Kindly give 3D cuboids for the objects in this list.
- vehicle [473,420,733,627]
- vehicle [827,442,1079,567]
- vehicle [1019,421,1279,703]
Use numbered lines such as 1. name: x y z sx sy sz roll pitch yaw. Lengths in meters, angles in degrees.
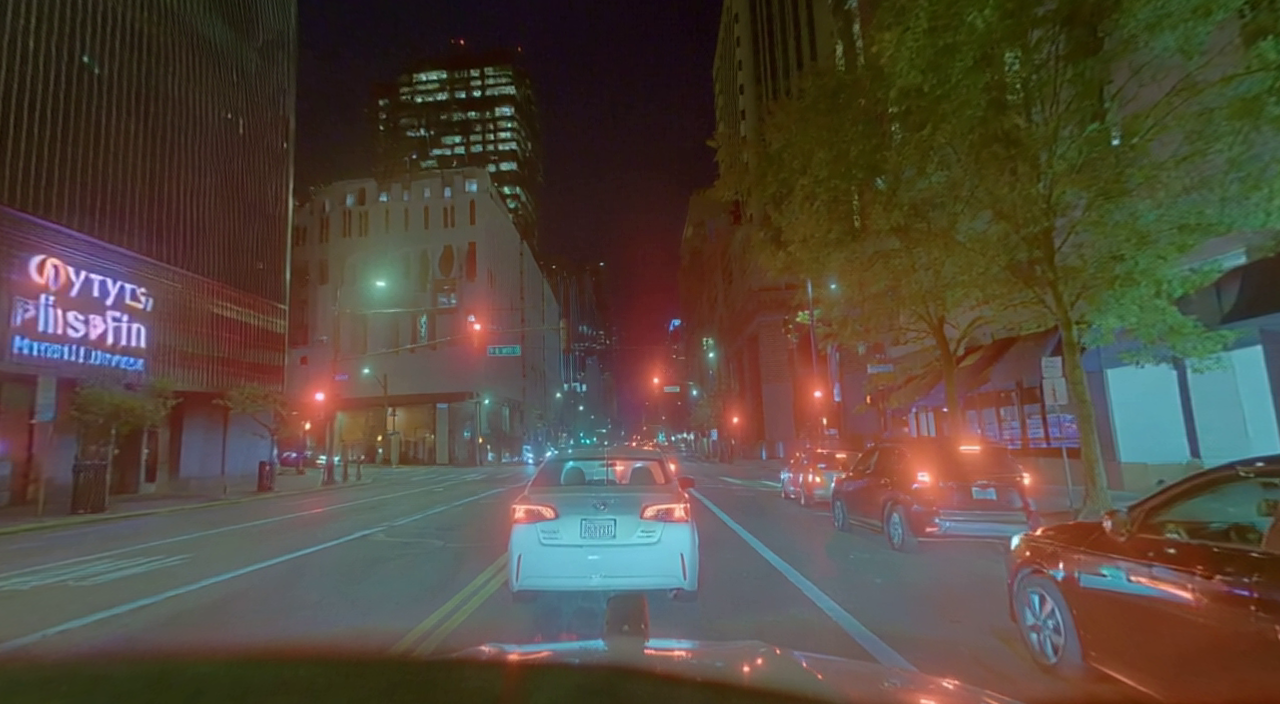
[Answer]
1. vehicle: -0.273 1.527 6.507 1.888 1.489 3.703 0 -8 0
2. vehicle: 4.538 2.221 10.122 1.912 1.505 4.618 -1 -8 4
3. vehicle: 3.178 0.826 1.106 2.006 1.496 4.767 0 -9 -1
